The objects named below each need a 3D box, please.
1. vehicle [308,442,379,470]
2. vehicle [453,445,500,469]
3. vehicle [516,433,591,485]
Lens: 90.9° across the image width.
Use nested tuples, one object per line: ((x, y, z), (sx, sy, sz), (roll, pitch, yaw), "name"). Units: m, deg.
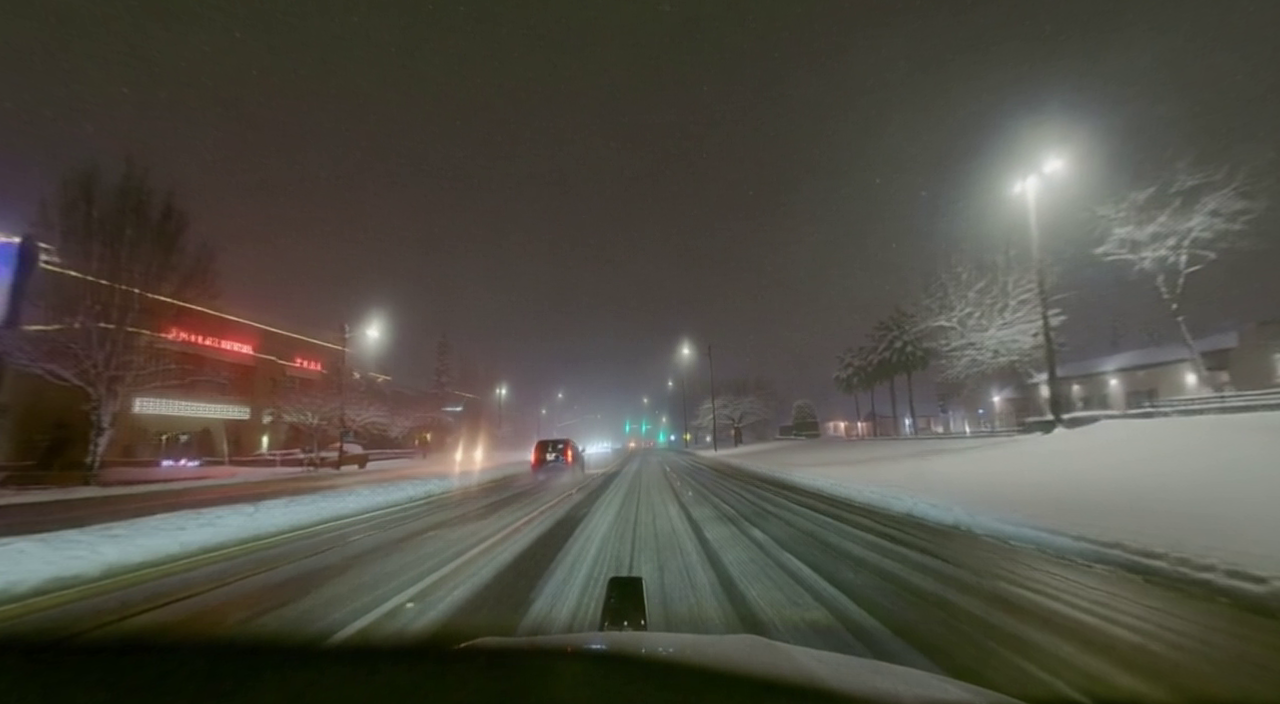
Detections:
((-22.093, 7.778, 47.315), (2.452, 1.859, 5.964), (-3, -9, 0), "vehicle")
((-10.847, 6.967, 42.056), (1.930, 1.480, 4.115), (0, -9, 1), "vehicle")
((-3.041, 3.888, 23.214), (2.062, 1.693, 4.669), (0, -8, 1), "vehicle")
